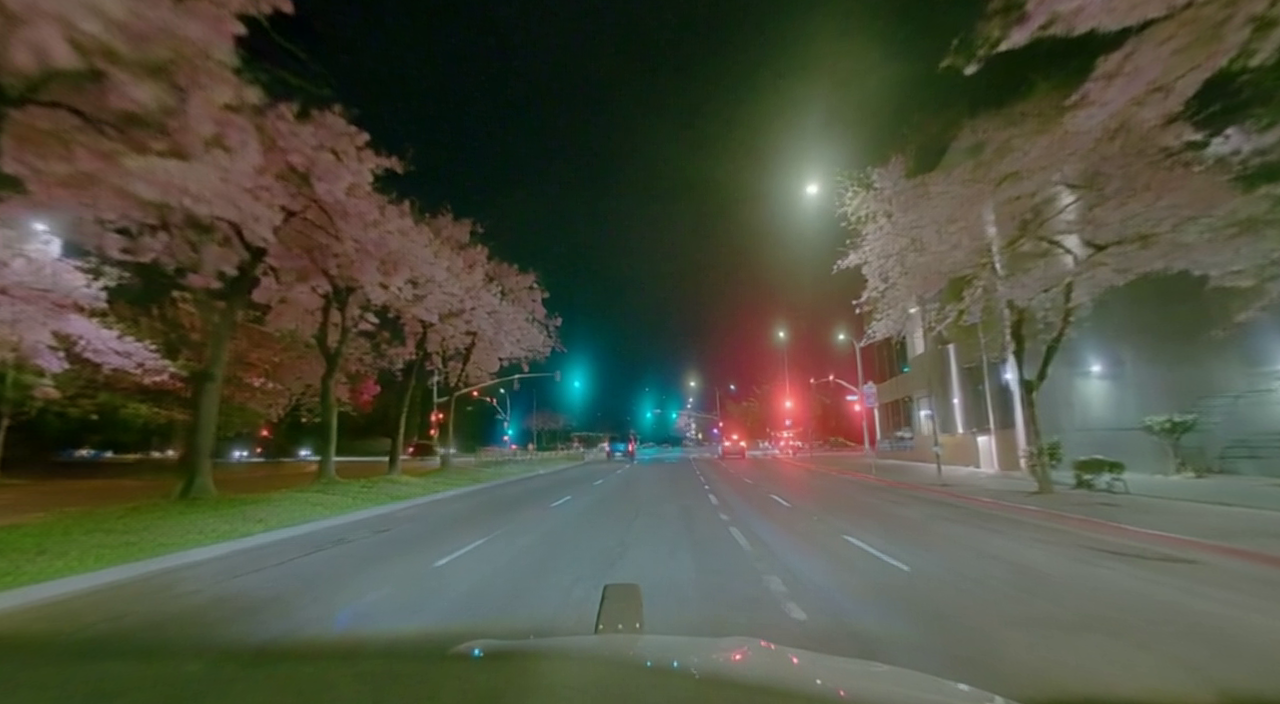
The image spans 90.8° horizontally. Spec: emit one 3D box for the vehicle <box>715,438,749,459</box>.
[{"bbox_3d":[6.672,7.056,46.244,2.007,1.466,4.291,-1,-9,3],"label":"vehicle"}]

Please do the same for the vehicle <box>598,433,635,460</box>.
[{"bbox_3d":[-1.507,6.339,42.294,1.995,1.703,4.367,-1,-9,5],"label":"vehicle"}]
